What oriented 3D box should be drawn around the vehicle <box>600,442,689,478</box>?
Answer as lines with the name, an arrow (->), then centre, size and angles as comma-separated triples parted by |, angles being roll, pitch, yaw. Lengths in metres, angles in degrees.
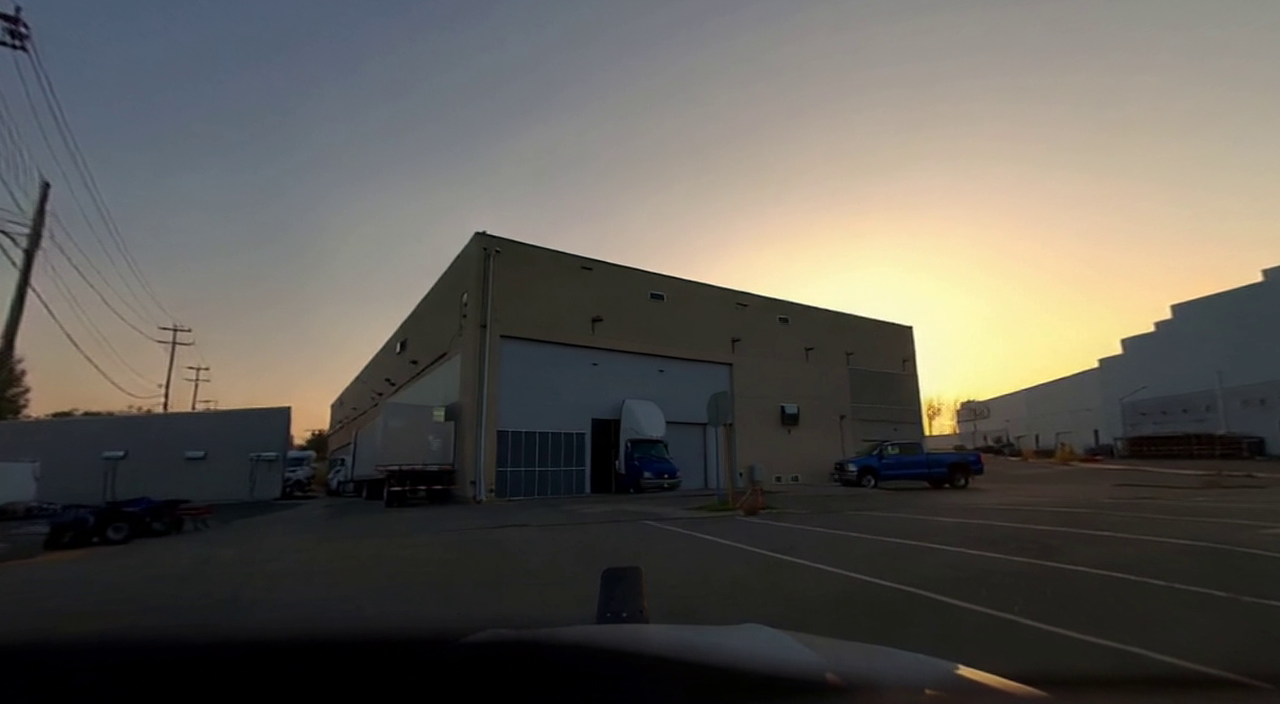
vehicle -> 0.258, 6.716, 39.260 | 5.207, 2.103, 1.997 | 1, -9, -11

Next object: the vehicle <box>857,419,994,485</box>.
vehicle -> 14.113, 4.957, 31.120 | 6.271, 3.004, 2.298 | 4, -12, -24
